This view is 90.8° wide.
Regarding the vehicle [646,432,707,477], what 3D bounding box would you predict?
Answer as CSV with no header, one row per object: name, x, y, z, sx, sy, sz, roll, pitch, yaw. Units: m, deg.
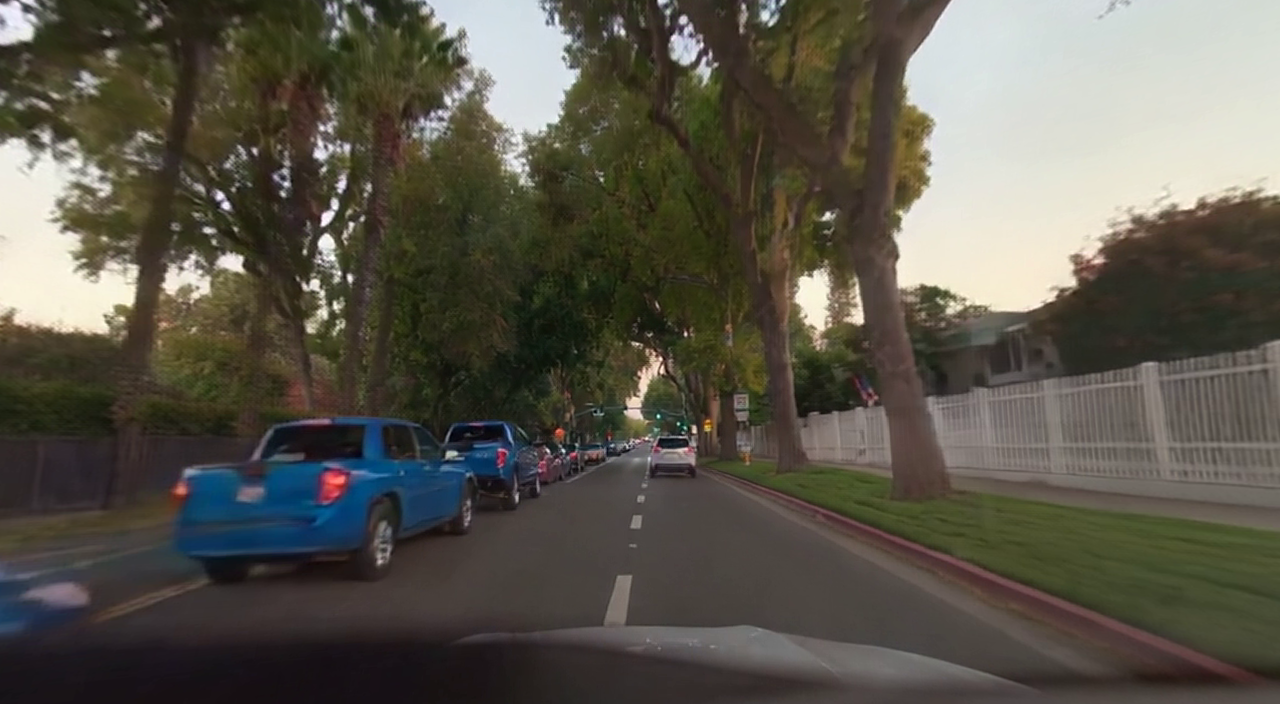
vehicle,1.381,4.187,26.029,2.258,1.682,4.635,0,-9,0

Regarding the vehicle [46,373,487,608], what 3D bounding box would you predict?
vehicle,-3.620,1.473,7.605,2.404,1.900,4.770,0,-9,-1

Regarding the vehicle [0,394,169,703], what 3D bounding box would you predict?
vehicle,-3.085,0.673,0.582,1.919,1.501,4.509,0,-9,-2
